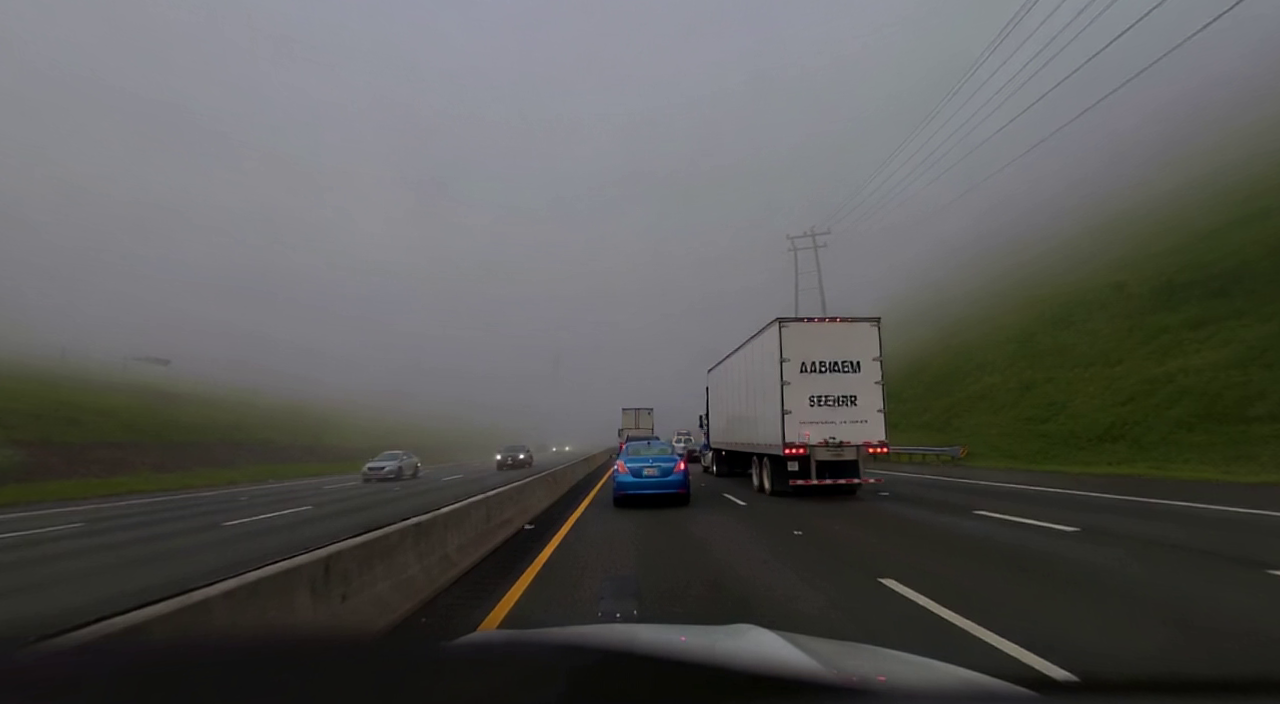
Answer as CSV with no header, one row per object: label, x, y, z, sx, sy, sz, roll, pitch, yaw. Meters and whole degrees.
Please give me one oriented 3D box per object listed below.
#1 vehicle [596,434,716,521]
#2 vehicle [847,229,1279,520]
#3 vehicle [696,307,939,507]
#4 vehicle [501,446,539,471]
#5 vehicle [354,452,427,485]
vehicle,0.255,2.397,12.579,2.045,1.446,3.597,-1,-8,-1
vehicle,8.658,1.128,15.084,2.845,4.146,12.401,0,-8,-2
vehicle,4.238,2.085,20.004,3.138,4.065,14.276,0,-8,-2
vehicle,-8.359,7.391,44.001,1.926,1.606,3.853,-1,-8,0
vehicle,-12.347,5.765,31.452,1.918,1.457,4.106,-1,-8,1
